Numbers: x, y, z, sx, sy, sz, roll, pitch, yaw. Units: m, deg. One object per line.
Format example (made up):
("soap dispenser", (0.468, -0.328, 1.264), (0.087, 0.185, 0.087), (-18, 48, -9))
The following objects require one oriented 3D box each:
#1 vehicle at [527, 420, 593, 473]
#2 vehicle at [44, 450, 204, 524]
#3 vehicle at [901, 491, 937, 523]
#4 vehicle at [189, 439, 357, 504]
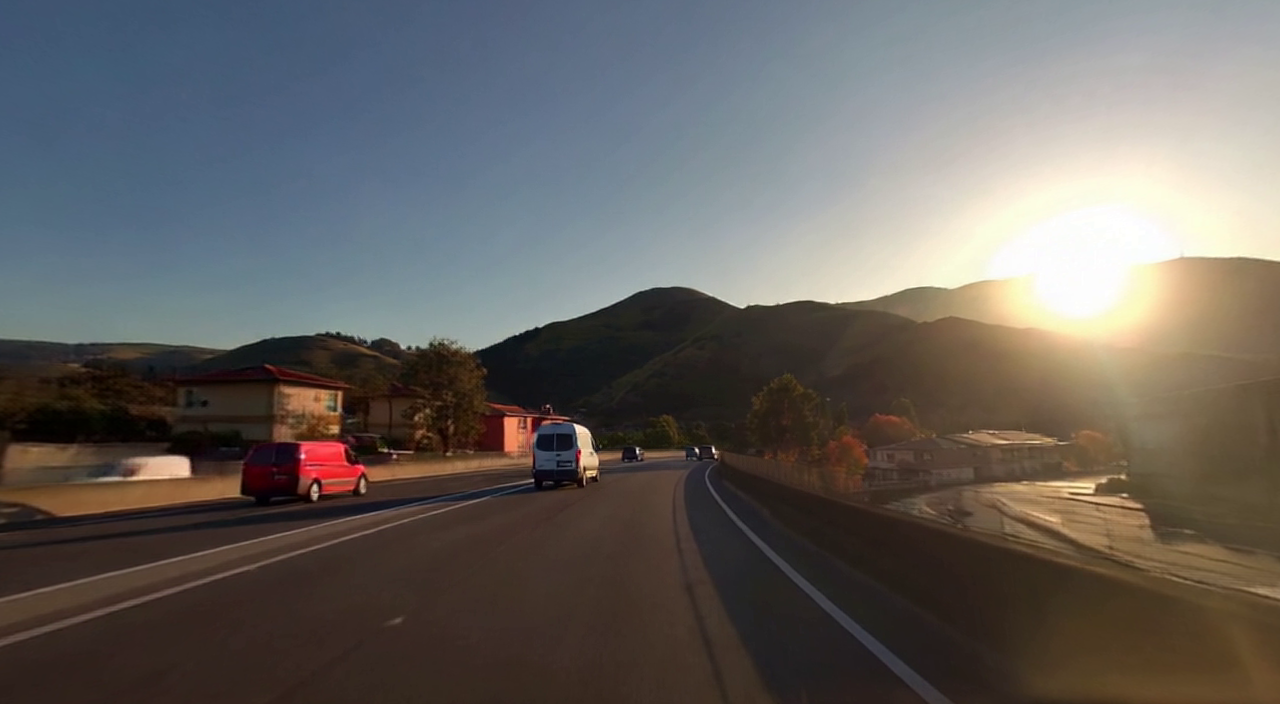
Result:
("vehicle", (-4.455, 5.438, 36.370), (2.314, 2.703, 6.441), (-1, -9, 6))
("vehicle", (-26.986, 6.963, 33.505), (2.927, 3.464, 5.910), (-1, -9, 7))
("vehicle", (21.427, 11.905, 48.654), (1.887, 1.776, 4.198), (-2, -6, 16))
("vehicle", (-9.713, 3.176, 17.216), (1.821, 1.524, 4.342), (-1, -9, 3))
